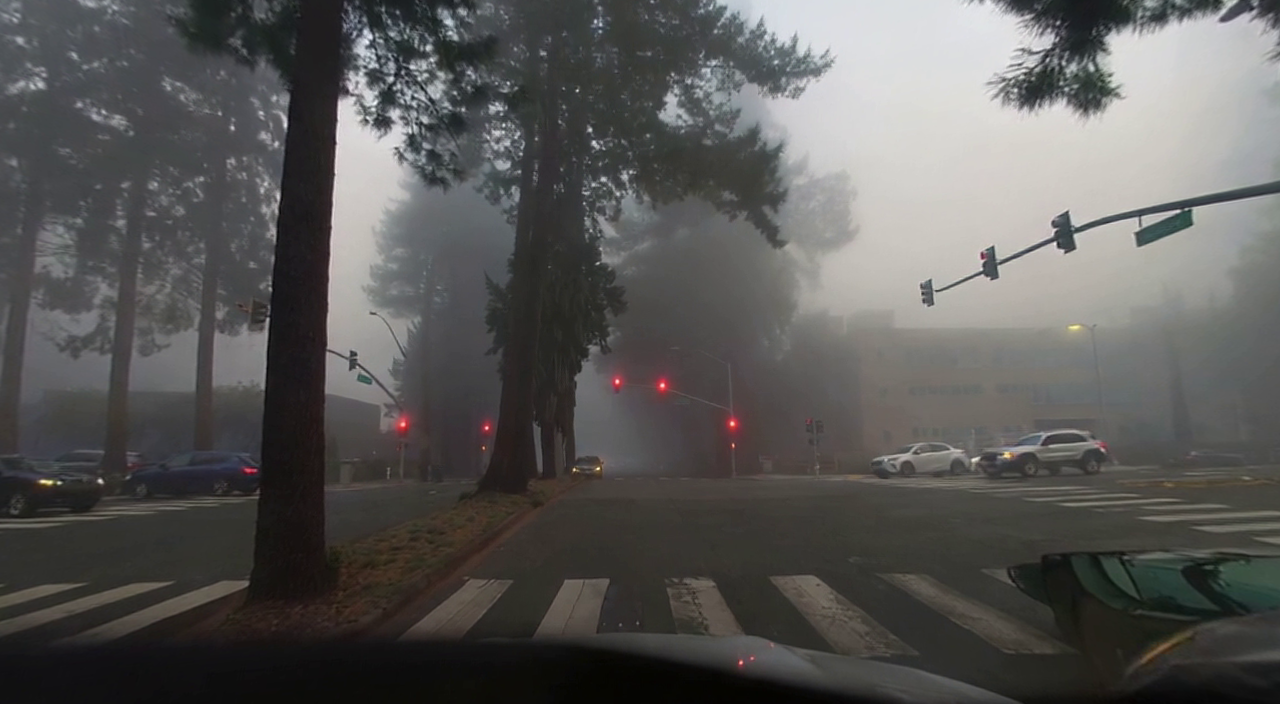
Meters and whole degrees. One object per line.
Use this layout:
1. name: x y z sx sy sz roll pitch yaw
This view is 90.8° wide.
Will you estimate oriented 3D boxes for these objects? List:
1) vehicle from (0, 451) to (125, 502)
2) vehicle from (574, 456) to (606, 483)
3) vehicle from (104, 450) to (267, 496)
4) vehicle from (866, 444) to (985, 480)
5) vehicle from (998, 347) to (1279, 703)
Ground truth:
1. vehicle: -22.070 4.462 22.881 4.748 1.727 2.325 0 -8 1
2. vehicle: -3.554 8.430 45.477 2.162 1.740 4.728 0 -8 -3
3. vehicle: -18.737 5.013 26.289 4.798 1.763 2.536 0 -10 0
4. vehicle: 15.581 6.011 34.770 5.220 1.897 2.596 0 -8 0
5. vehicle: 3.737 0.893 2.843 2.227 1.705 4.719 -2 -8 11
